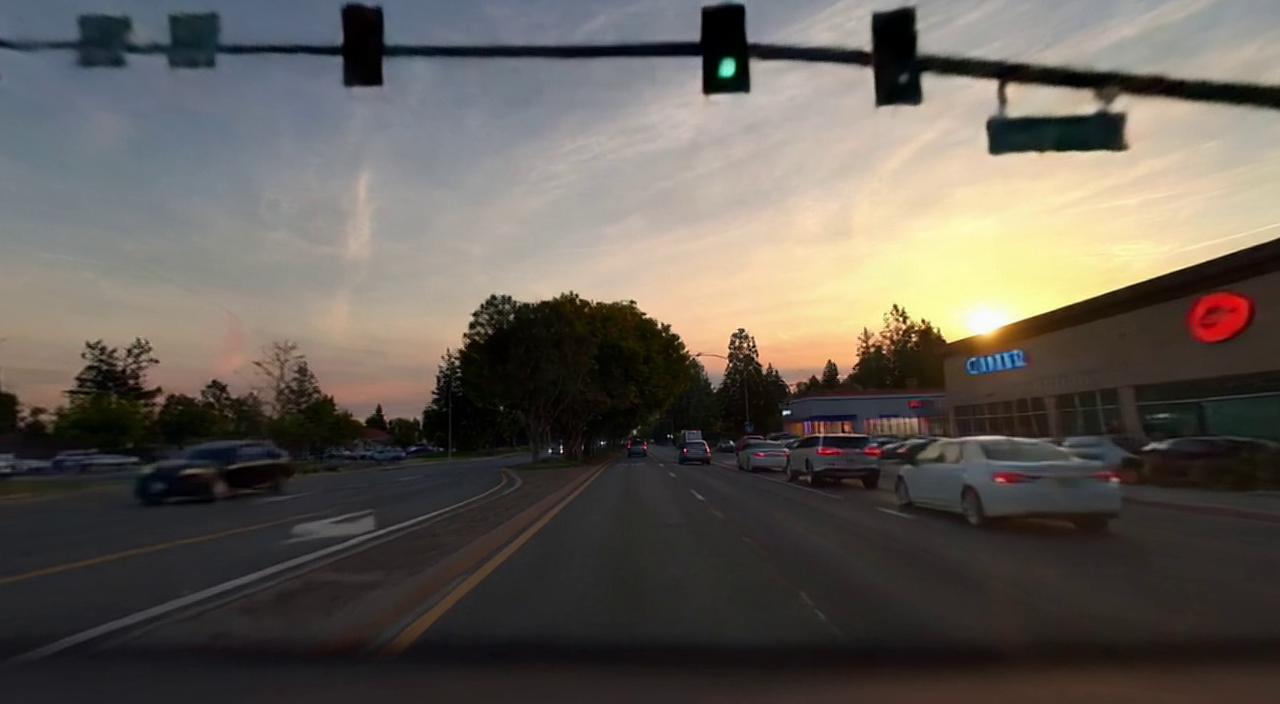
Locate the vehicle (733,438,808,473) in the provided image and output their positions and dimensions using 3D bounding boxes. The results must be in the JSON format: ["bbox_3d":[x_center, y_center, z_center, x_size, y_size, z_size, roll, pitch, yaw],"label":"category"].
[{"bbox_3d":[6.024,4.813,29.814,2.072,1.491,4.753,1,-8,-6],"label":"vehicle"}]

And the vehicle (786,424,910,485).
[{"bbox_3d":[6.873,3.447,21.596,2.268,1.822,5.038,0,-8,-3],"label":"vehicle"}]

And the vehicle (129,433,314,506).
[{"bbox_3d":[-11.755,3.293,18.278,2.102,1.793,4.694,0,-8,0],"label":"vehicle"}]

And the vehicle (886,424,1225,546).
[{"bbox_3d":[6.113,1.998,10.318,2.150,1.485,4.919,0,-8,-1],"label":"vehicle"}]

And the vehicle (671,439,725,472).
[{"bbox_3d":[2.715,4.963,30.588,2.099,1.463,4.365,0,-8,-1],"label":"vehicle"}]
